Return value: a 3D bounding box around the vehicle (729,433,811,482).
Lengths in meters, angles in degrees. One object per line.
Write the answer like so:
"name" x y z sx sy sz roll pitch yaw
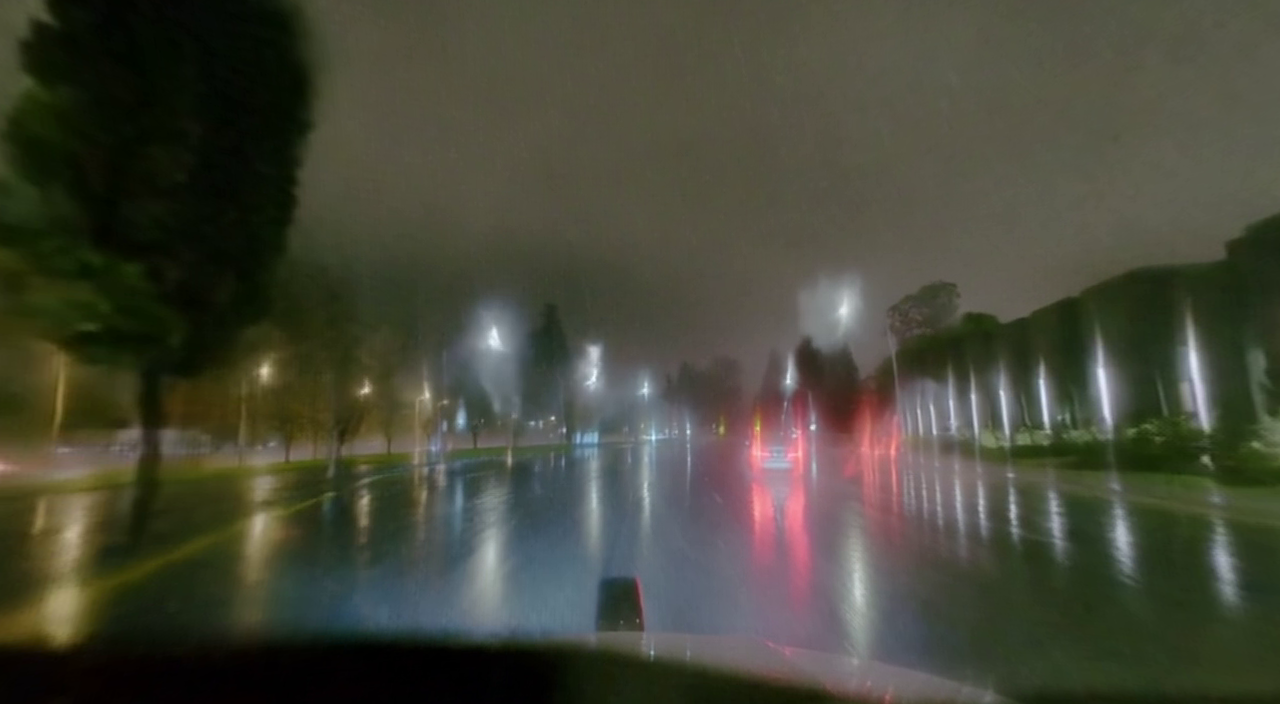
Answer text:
"vehicle" 4.199 3.501 21.210 1.928 1.481 4.453 0 -9 2
